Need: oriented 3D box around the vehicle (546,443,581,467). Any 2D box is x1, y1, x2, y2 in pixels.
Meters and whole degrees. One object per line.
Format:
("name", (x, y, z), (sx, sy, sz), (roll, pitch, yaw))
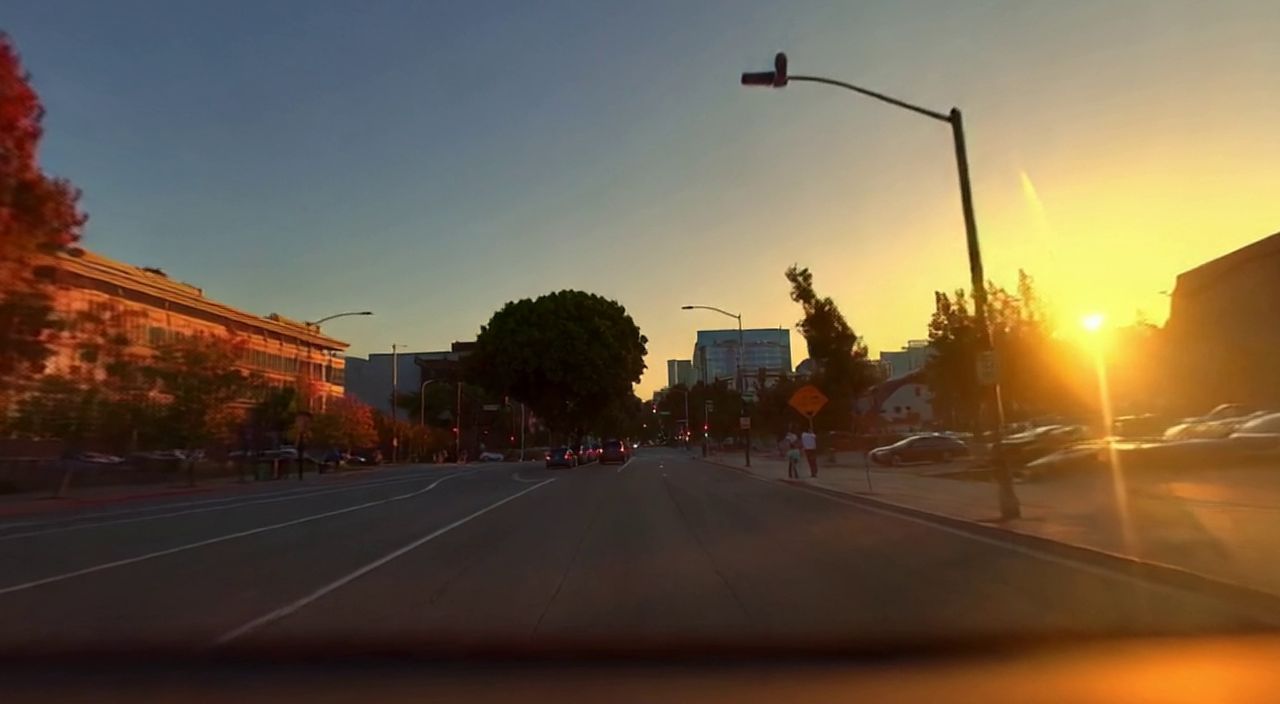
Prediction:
("vehicle", (-5.299, 7.201, 44.244), (1.889, 1.572, 3.599), (0, -8, 1))
